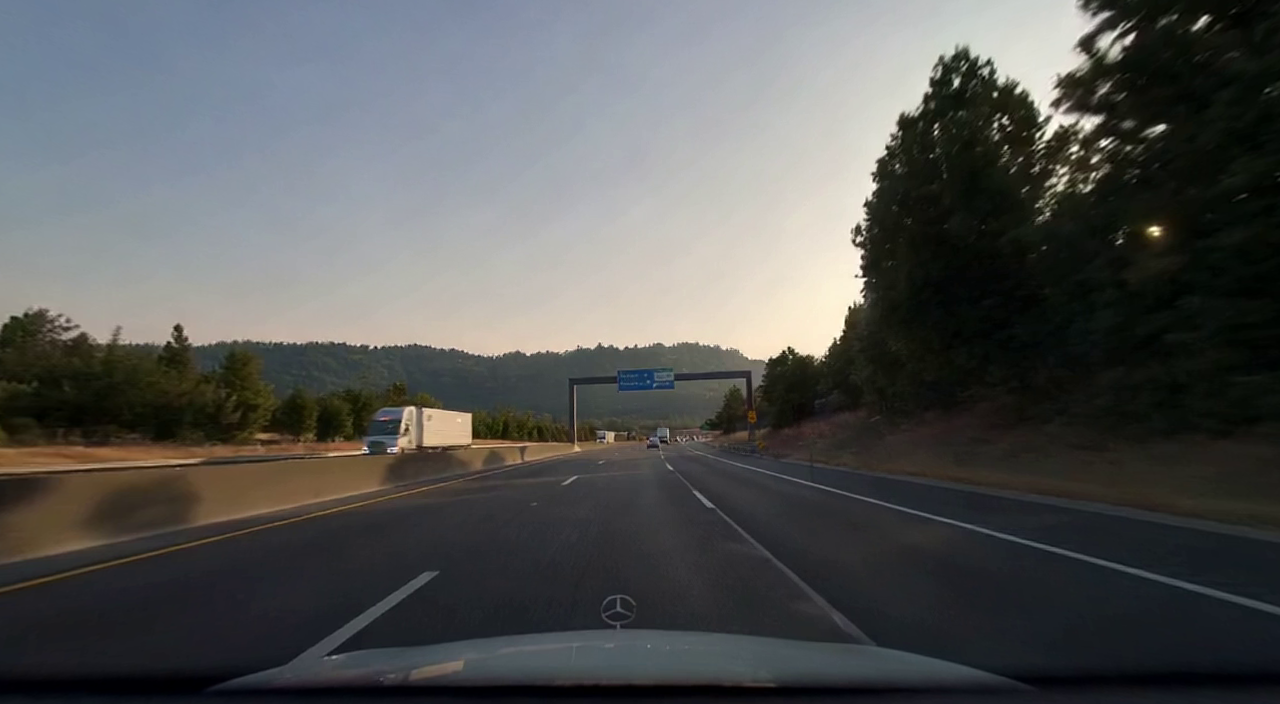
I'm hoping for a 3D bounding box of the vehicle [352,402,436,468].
[{"bbox_3d":[-15.962,5.480,41.333,2.950,4.004,5.950,0,-8,0],"label":"vehicle"}]
